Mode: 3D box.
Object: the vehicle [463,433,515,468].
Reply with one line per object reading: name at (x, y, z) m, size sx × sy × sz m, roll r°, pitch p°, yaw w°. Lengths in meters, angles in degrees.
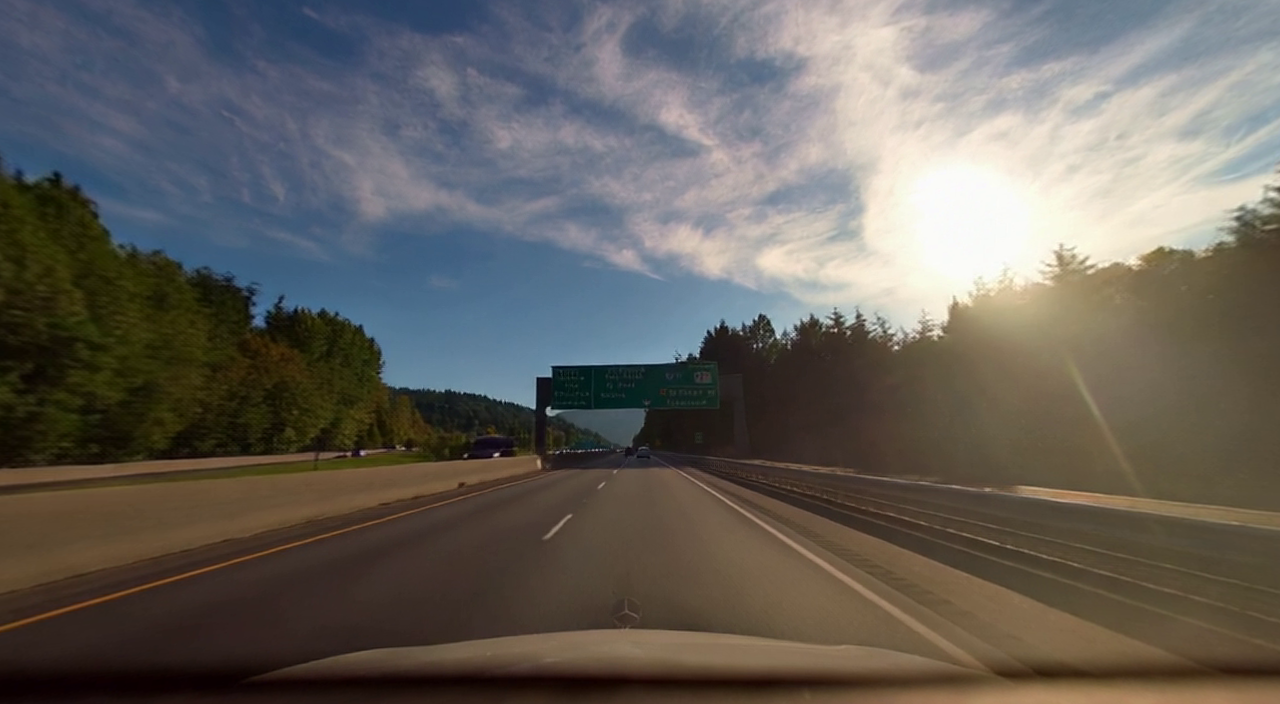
vehicle at (-10.721, 7.071, 45.223) m, size 2.368 × 2.301 × 5.356 m, roll 0°, pitch -9°, yaw 0°
